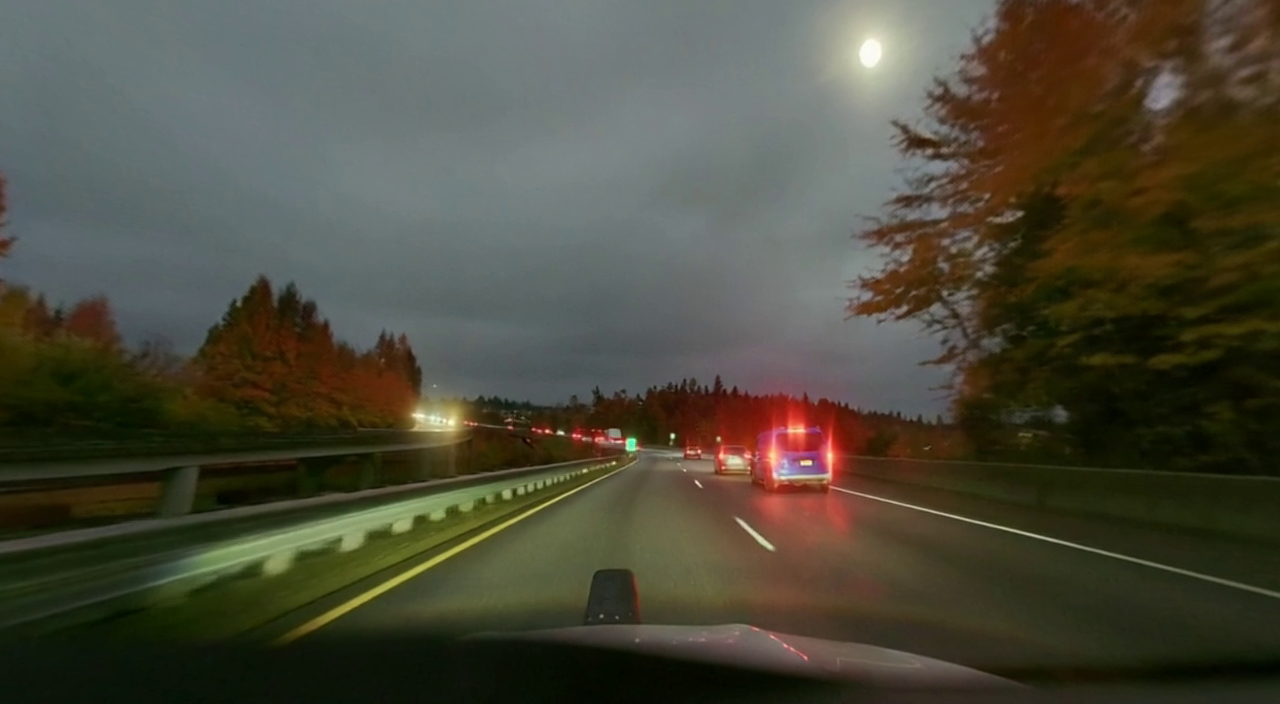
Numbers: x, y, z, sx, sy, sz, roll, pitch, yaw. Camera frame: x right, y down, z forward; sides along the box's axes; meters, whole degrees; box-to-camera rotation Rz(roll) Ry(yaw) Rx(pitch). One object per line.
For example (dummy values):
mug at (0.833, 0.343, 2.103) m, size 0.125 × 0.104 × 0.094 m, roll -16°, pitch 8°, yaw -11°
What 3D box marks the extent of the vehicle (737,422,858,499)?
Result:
vehicle at (4.380, 3.137, 18.387) m, size 2.205 × 1.923 × 4.956 m, roll 0°, pitch -9°, yaw 0°
